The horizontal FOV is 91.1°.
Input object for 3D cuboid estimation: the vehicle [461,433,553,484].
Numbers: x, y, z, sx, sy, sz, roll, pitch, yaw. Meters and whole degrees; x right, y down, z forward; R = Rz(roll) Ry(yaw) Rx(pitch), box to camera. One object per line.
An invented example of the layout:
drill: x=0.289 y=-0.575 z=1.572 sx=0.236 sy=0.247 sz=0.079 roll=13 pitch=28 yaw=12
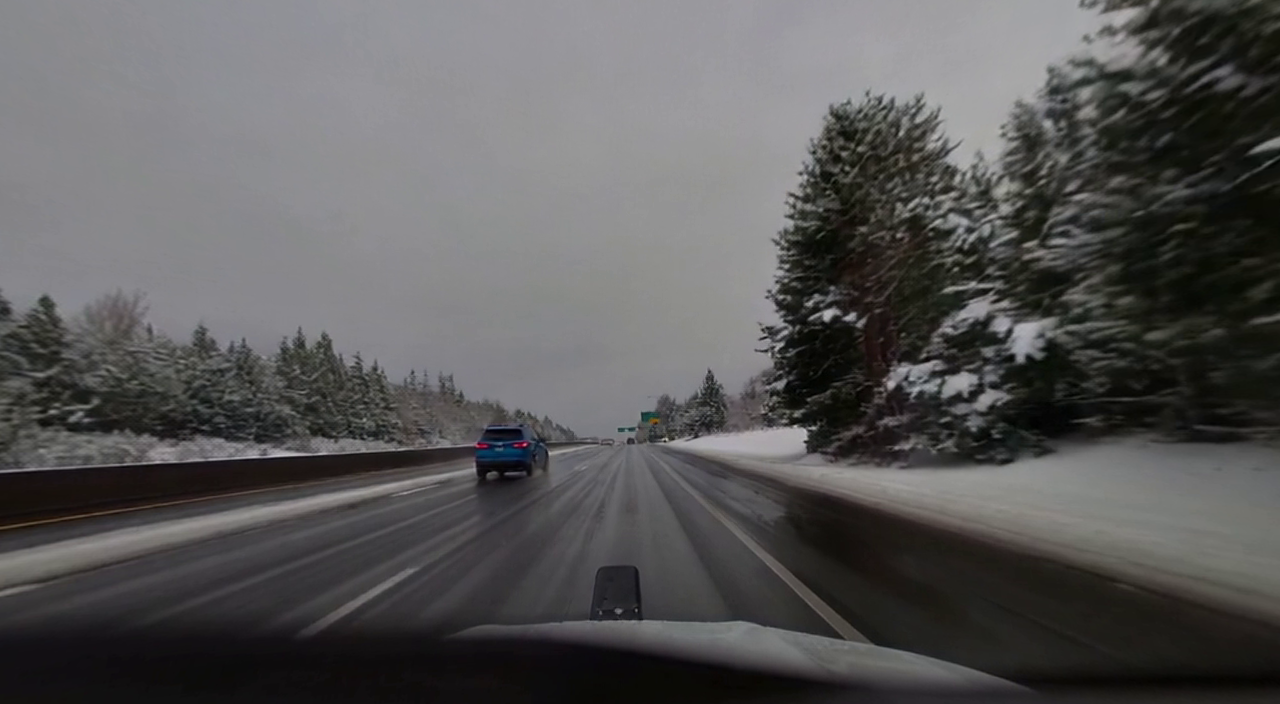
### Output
vehicle: x=-4.251 y=3.452 z=20.881 sx=2.063 sy=1.496 sz=4.225 roll=0 pitch=-8 yaw=1
